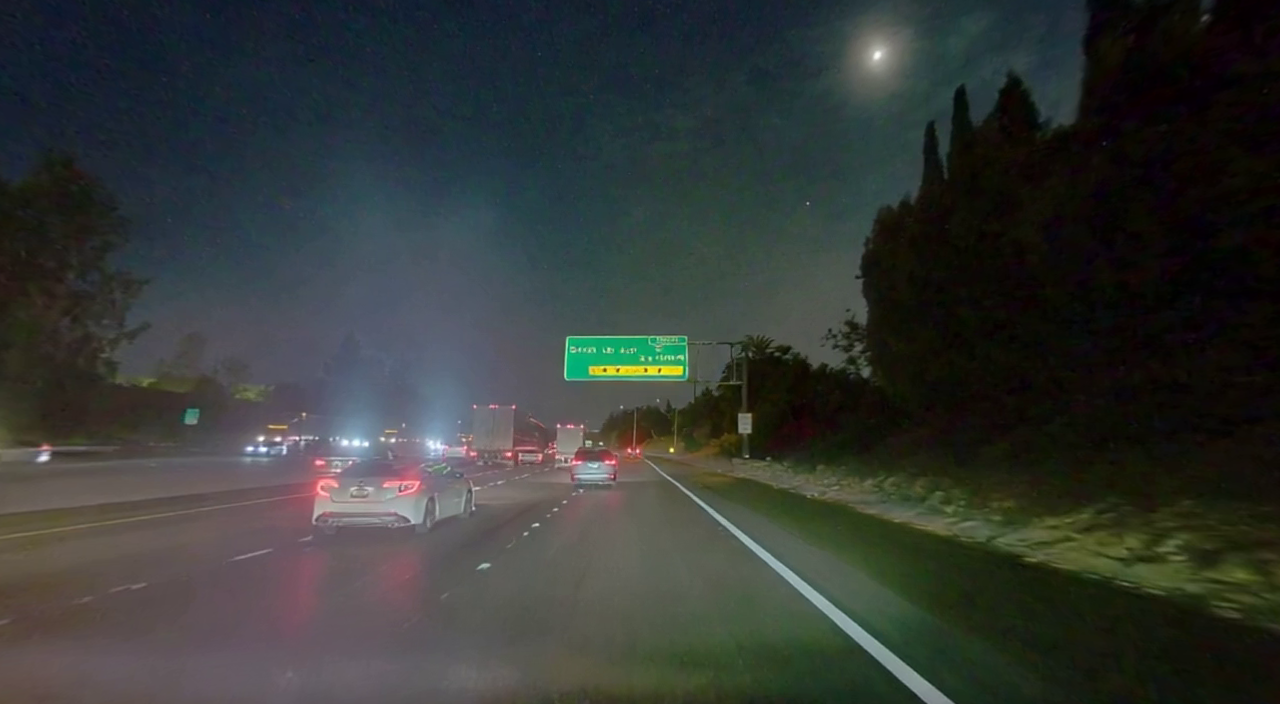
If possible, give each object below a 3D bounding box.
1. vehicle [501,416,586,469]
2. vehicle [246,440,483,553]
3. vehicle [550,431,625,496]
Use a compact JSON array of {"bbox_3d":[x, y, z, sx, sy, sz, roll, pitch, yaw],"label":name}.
[{"bbox_3d":[-5.796,5.949,41.047,3.270,2.674,14.547,-2,-9,0],"label":"vehicle"},{"bbox_3d":[-4.167,2.224,10.591,1.932,1.445,4.625,0,-8,-1],"label":"vehicle"},{"bbox_3d":[-1.577,3.539,20.523,2.093,1.785,5.303,0,-8,-2],"label":"vehicle"}]
